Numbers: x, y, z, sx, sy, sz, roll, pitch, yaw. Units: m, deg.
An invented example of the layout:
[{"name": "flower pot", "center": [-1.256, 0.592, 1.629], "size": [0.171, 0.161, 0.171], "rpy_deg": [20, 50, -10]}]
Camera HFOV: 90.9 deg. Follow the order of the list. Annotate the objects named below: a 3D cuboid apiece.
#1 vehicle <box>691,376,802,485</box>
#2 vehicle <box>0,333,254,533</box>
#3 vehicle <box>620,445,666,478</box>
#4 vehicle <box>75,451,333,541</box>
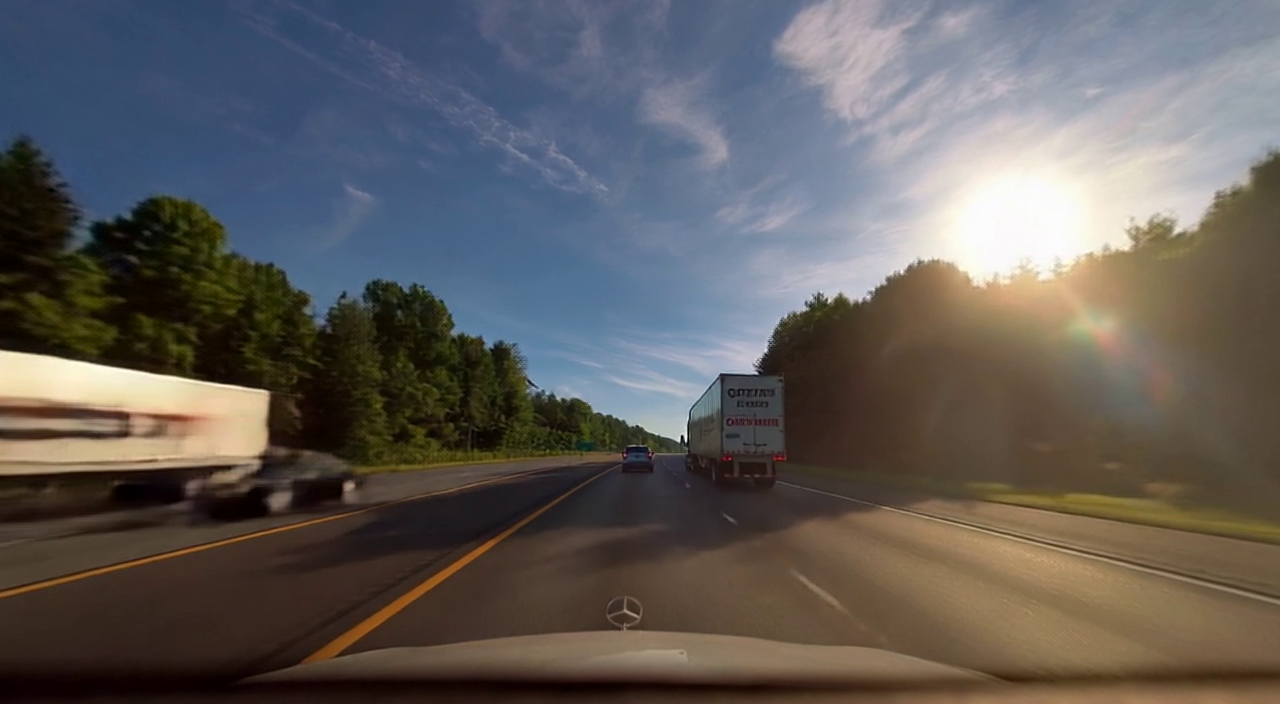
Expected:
[{"name": "vehicle", "center": [4.572, 4.059, 30.905], "size": [2.909, 4.074, 14.457], "rpy_deg": [0, -9, 0]}, {"name": "vehicle", "center": [-13.634, 1.851, 13.964], "size": [3.135, 3.736, 10.955], "rpy_deg": [0, -9, 0]}, {"name": "vehicle", "center": [0.139, 5.210, 30.204], "size": [2.074, 1.475, 3.960], "rpy_deg": [0, -9, 0]}, {"name": "vehicle", "center": [-8.599, 2.827, 13.140], "size": [1.975, 1.514, 4.708], "rpy_deg": [0, -9, 0]}]
